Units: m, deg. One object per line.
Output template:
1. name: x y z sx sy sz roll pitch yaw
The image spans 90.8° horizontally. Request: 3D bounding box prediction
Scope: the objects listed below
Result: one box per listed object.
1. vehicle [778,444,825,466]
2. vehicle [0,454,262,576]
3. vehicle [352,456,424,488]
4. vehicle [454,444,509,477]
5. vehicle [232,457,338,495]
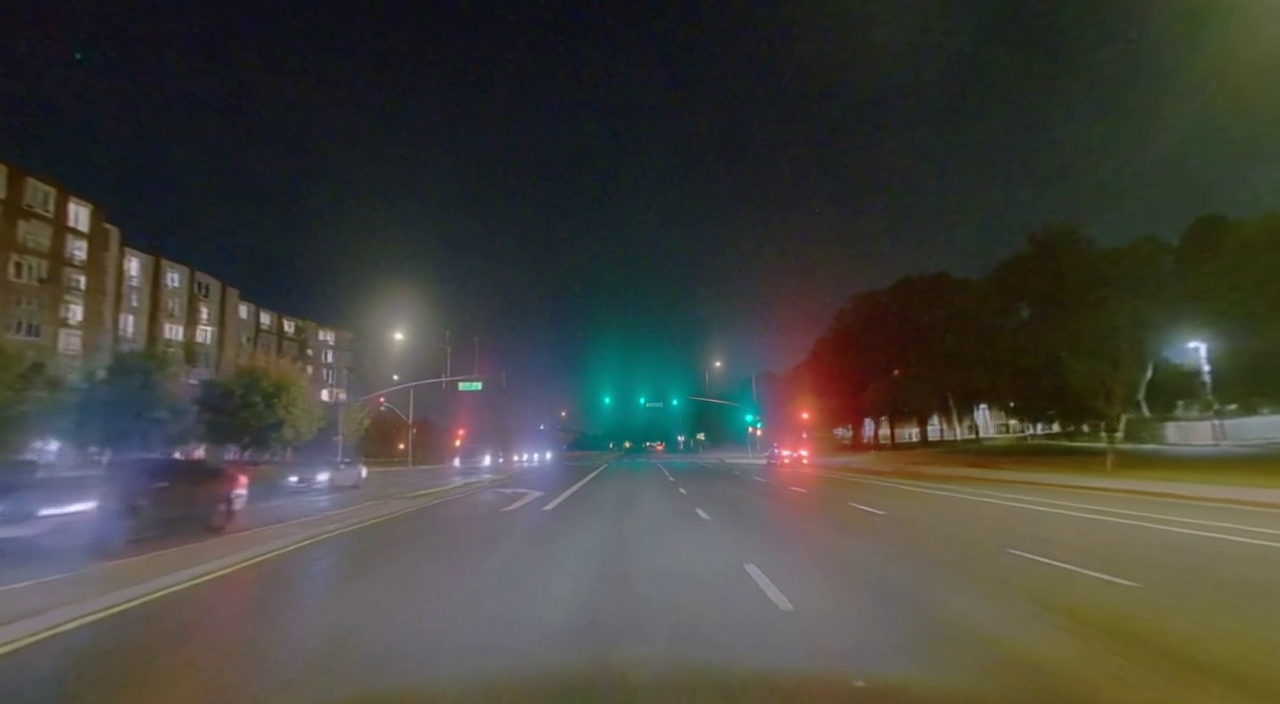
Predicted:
1. vehicle: 11.469 7.363 45.164 1.955 1.455 4.727 0 -9 -2
2. vehicle: -8.515 2.399 10.162 2.140 1.460 4.449 0 -9 -1
3. vehicle: -11.830 5.622 29.927 1.880 1.344 3.782 0 -8 -1
4. vehicle: -8.939 6.161 36.095 2.035 1.711 4.463 0 -9 -1
5. vehicle: -15.451 5.390 27.845 1.989 1.460 4.711 0 -9 -1
